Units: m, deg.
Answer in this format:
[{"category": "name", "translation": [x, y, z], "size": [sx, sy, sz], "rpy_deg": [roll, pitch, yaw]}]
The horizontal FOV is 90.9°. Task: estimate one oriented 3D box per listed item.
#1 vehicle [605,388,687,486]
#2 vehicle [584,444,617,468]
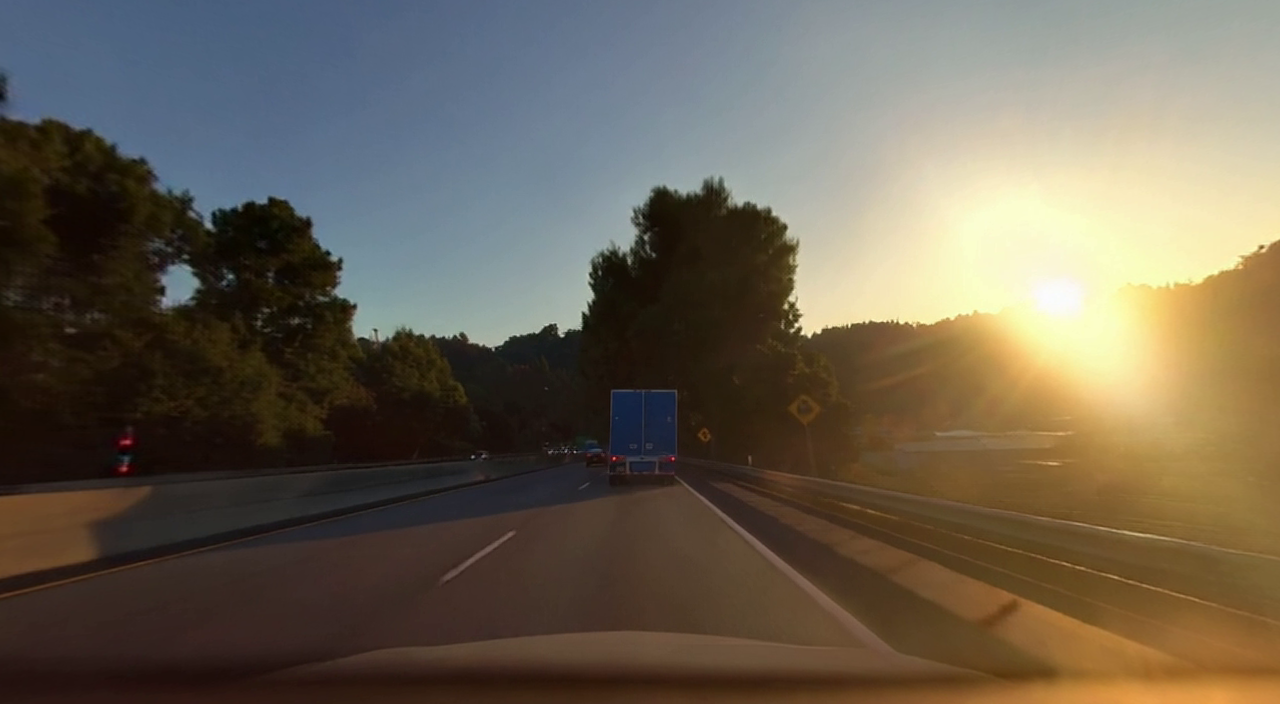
[{"category": "vehicle", "translation": [0.093, 3.722, 27.141], "size": [2.913, 3.530, 8.648], "rpy_deg": [0, -9, -2]}, {"category": "vehicle", "translation": [-2.917, 7.827, 47.513], "size": [2.160, 1.661, 4.388], "rpy_deg": [0, -9, 1]}]
